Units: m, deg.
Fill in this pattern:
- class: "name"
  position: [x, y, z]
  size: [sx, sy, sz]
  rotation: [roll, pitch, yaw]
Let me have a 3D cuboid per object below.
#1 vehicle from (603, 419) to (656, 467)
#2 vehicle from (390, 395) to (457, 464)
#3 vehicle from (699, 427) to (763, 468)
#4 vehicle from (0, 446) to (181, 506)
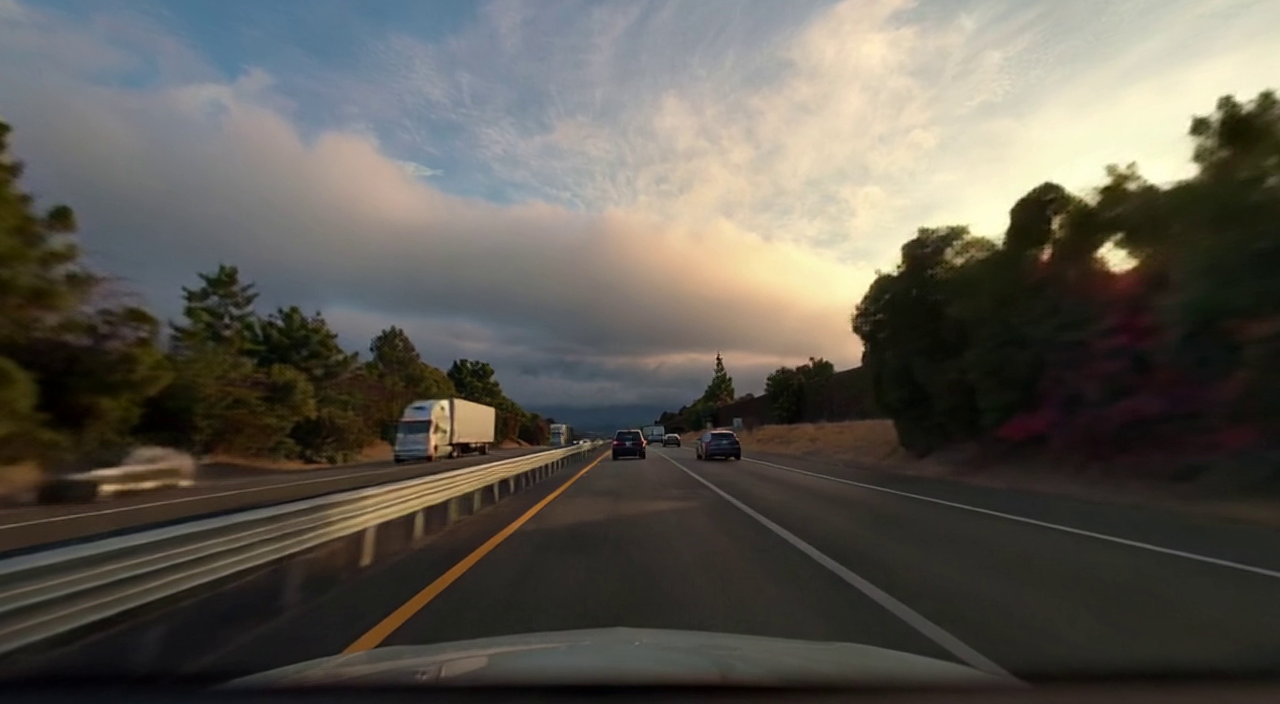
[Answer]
- class: "vehicle"
  position: [-0.532, 4.232, 29.498]
  size: [2.270, 2.044, 4.633]
  rotation: [0, -8, -2]
- class: "vehicle"
  position: [-13.709, 4.949, 40.154]
  size: [3.011, 4.191, 3.431]
  rotation: [0, -8, -1]
- class: "vehicle"
  position: [3.766, 4.032, 26.781]
  size: [1.981, 1.606, 3.956]
  rotation: [0, -8, -2]
- class: "vehicle"
  position: [-16.453, 3.675, 19.199]
  size: [1.859, 1.540, 4.165]
  rotation: [0, -8, -2]
